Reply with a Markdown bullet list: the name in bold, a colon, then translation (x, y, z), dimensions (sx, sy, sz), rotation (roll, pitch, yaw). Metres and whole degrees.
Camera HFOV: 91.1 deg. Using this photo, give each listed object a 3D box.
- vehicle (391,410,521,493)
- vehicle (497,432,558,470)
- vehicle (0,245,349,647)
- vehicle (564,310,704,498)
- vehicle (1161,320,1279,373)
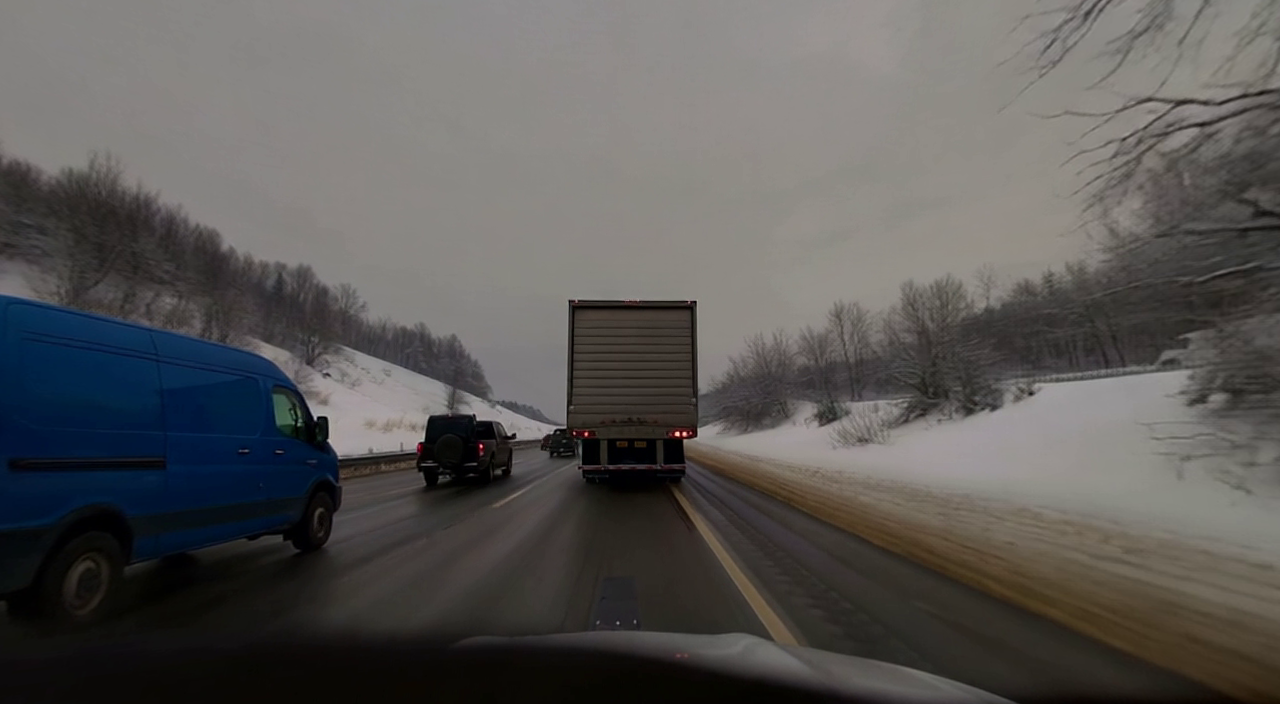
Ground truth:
- **vehicle**: translation (-4.932, 2.751, 17.760), dimensions (2.168, 1.985, 4.952), rotation (0, -8, 0)
- **vehicle**: translation (-4.901, 4.371, 28.041), dimensions (1.931, 1.539, 4.441), rotation (0, -8, 0)
- **vehicle**: translation (-5.278, 0.847, 5.856), dimensions (2.478, 2.515, 5.438), rotation (0, -8, 0)
- **vehicle**: translation (-0.106, 1.749, 18.544), dimensions (2.953, 4.041, 10.072), rotation (0, -8, 0)
- **vehicle**: translation (26.698, -0.147, 28.847), dimensions (2.034, 1.625, 4.809), rotation (5, -7, 8)
